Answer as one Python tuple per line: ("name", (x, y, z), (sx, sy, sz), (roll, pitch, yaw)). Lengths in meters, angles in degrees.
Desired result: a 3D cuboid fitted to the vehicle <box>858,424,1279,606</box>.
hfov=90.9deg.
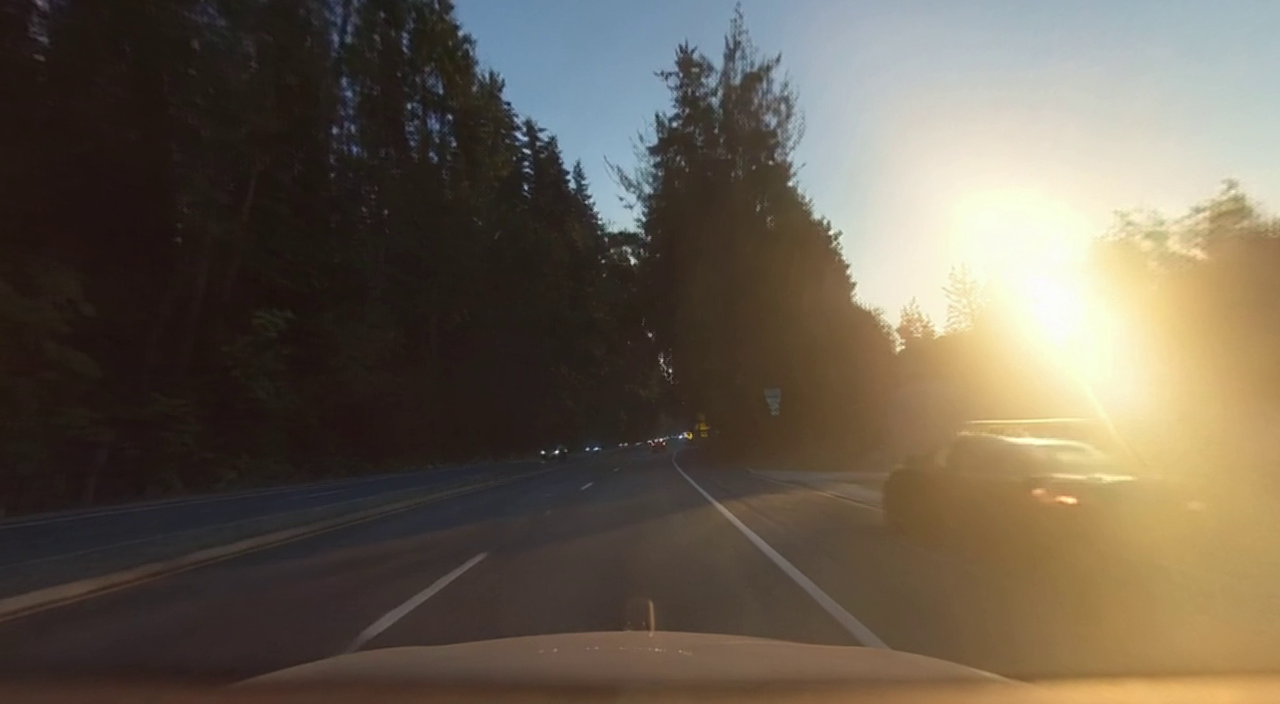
("vehicle", (4.534, 1.698, 7.613), (2.184, 1.496, 4.615), (0, -8, 1))
